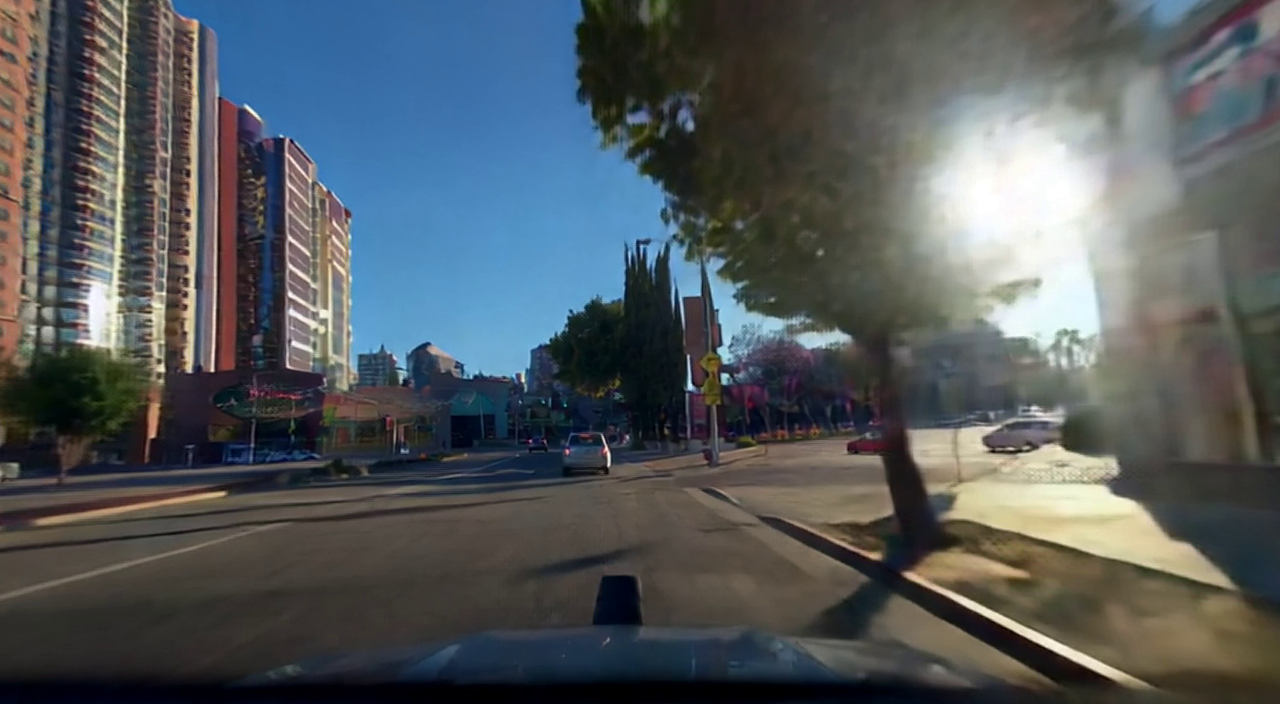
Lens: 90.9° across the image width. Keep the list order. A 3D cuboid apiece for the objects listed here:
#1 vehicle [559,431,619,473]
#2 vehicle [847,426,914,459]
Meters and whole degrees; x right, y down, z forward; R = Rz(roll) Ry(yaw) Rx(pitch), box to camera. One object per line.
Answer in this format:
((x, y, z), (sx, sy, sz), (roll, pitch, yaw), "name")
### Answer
((-2.146, 4.047, 25.788), (2.231, 1.572, 4.227), (1, -8, -6), "vehicle")
((16.581, 6.323, 43.665), (1.932, 1.762, 4.835), (1, -13, -11), "vehicle")
